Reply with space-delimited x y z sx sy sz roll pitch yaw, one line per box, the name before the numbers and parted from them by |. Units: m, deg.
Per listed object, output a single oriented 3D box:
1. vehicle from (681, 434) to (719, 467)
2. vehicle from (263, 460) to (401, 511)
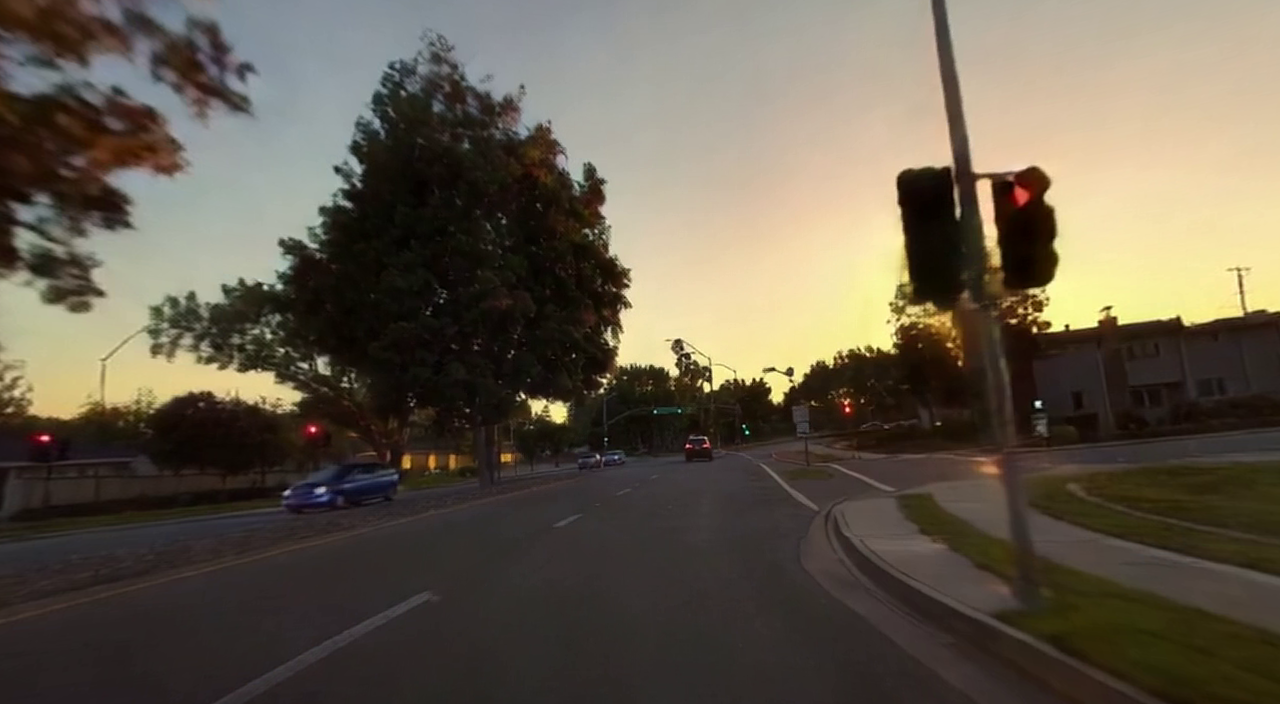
vehicle | 3.786 6.126 39.163 2.059 1.908 4.714 -2 -9 8
vehicle | -10.834 4.712 22.632 1.916 1.484 4.867 -2 -9 9
